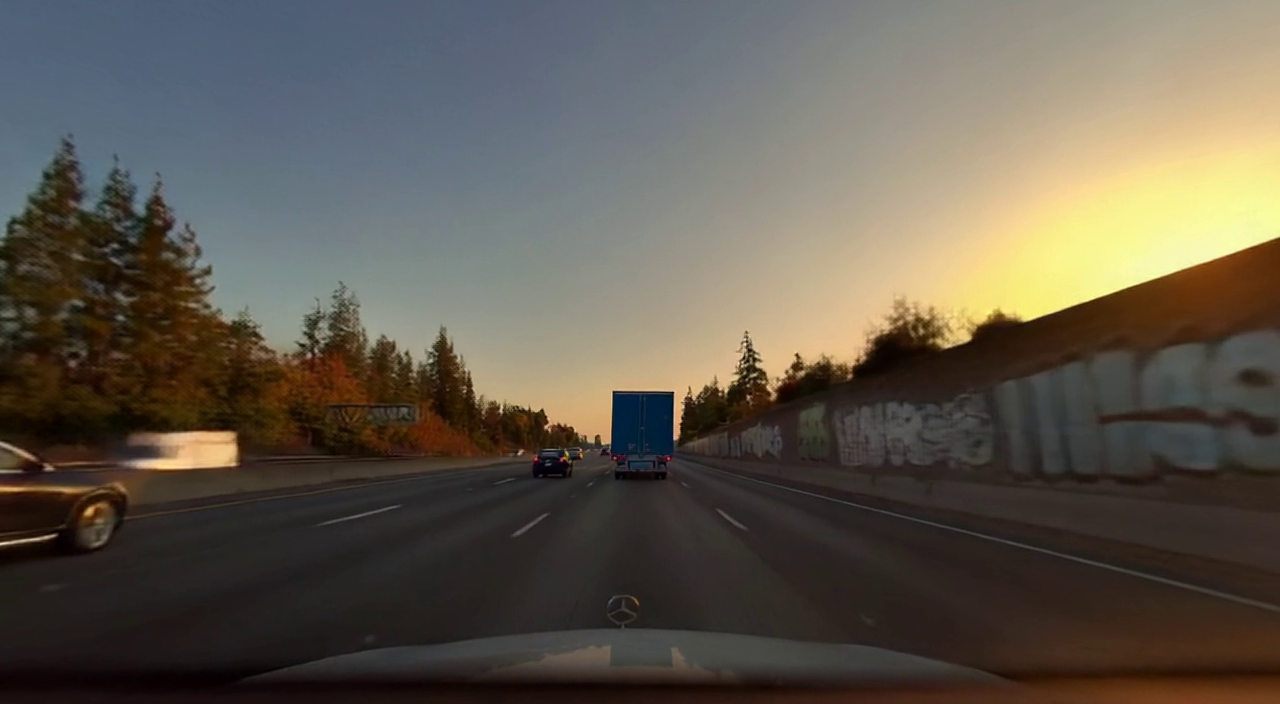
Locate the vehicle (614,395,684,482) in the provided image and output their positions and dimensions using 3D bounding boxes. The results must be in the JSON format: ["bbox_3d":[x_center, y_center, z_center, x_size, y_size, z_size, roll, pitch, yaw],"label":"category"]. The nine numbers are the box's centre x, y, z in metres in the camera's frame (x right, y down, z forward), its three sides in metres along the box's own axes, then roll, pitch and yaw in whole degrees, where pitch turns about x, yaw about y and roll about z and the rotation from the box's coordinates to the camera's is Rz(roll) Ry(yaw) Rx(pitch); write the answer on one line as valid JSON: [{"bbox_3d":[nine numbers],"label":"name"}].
[{"bbox_3d":[0.322,4.394,31.425,2.915,3.661,9.741,0,-9,0],"label":"vehicle"}]

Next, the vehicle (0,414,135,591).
[{"bbox_3d":[-6.869,1.298,5.212,2.005,1.607,4.042,0,-9,-1],"label":"vehicle"}]

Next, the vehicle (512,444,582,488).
[{"bbox_3d":[-3.444,4.323,24.088,2.020,1.505,4.171,0,-9,0],"label":"vehicle"}]
